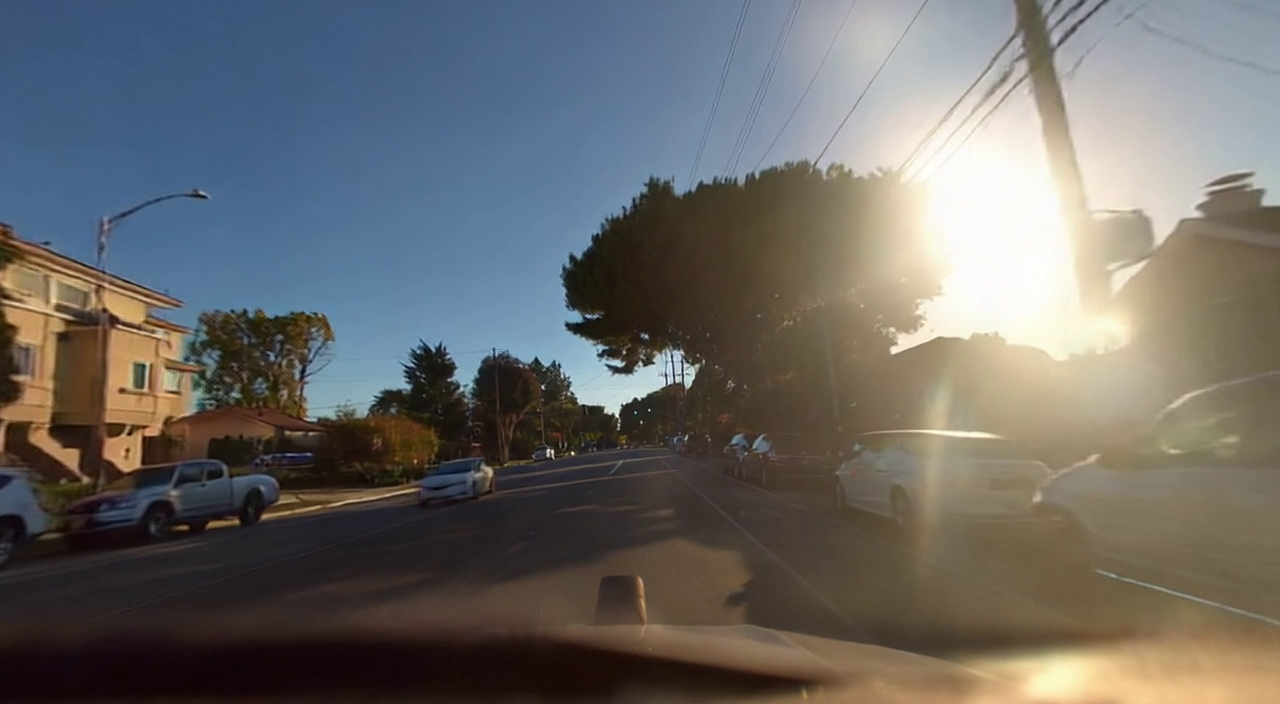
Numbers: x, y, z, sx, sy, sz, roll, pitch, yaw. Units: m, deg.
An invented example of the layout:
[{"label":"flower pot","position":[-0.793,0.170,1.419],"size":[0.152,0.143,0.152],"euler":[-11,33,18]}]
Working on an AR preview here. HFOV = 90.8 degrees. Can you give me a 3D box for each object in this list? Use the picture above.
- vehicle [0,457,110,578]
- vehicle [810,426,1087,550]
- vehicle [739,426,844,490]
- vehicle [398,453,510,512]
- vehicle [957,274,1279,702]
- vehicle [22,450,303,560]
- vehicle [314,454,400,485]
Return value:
[{"label":"vehicle","position":[-11.069,2.499,9.080],"size":[2.089,1.837,5.499],"euler":[0,-8,1]},{"label":"vehicle","position":[4.544,2.069,10.457],"size":[2.001,1.532,5.029],"euler":[0,-8,-1]},{"label":"vehicle","position":[4.592,3.308,20.028],"size":[1.980,1.773,4.853],"euler":[0,-8,-2]},{"label":"vehicle","position":[-5.480,3.860,19.252],"size":[1.948,1.502,4.434],"euler":[-1,-8,2]},{"label":"vehicle","position":[4.436,0.754,3.647],"size":[2.330,2.160,5.550],"euler":[0,-8,0]},{"label":"vehicle","position":[-10.811,3.414,15.181],"size":[2.282,2.060,5.738],"euler":[0,-8,-1]},{"label":"vehicle","position":[-18.614,7.670,41.667],"size":[4.676,1.846,1.967],"euler":[8,-12,-44]}]
